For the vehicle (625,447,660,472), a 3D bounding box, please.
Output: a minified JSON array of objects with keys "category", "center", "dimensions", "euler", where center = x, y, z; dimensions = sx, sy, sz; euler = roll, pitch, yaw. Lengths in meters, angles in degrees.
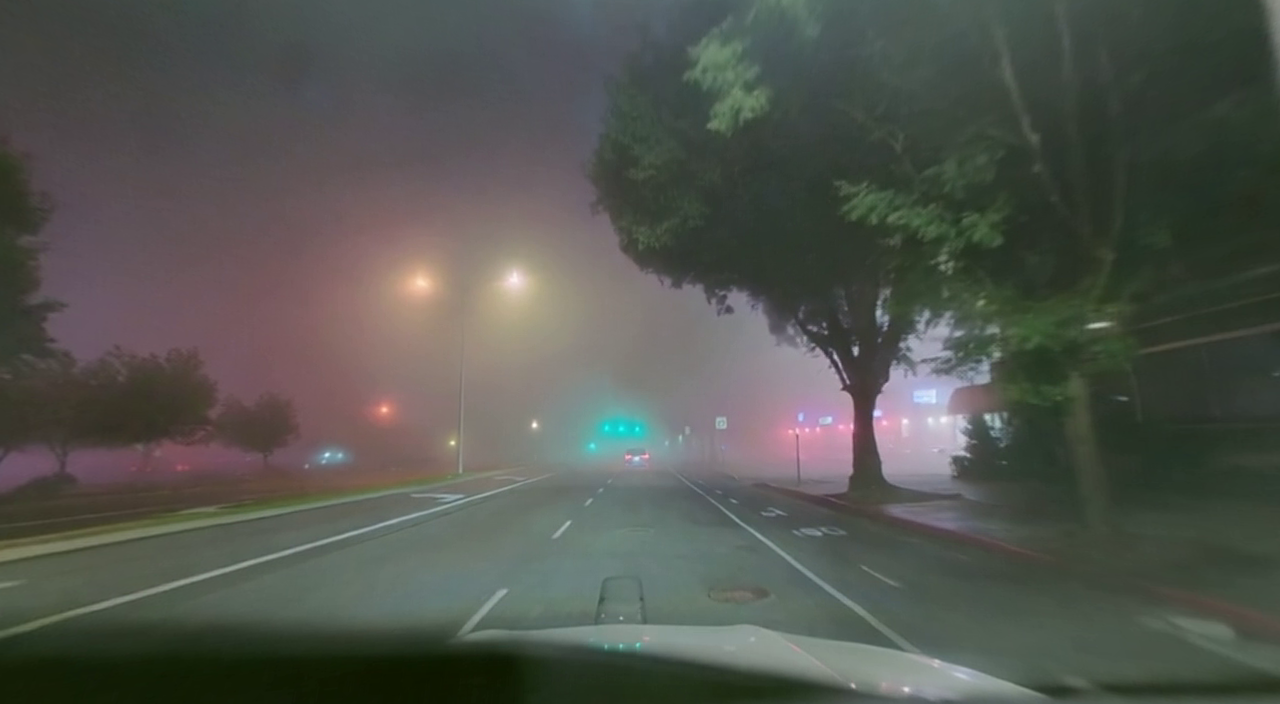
[{"category":"vehicle","center":[0.128,6.805,40.072],"dimensions":[2.115,1.461,3.976],"euler":[-1,-10,-1]}]
